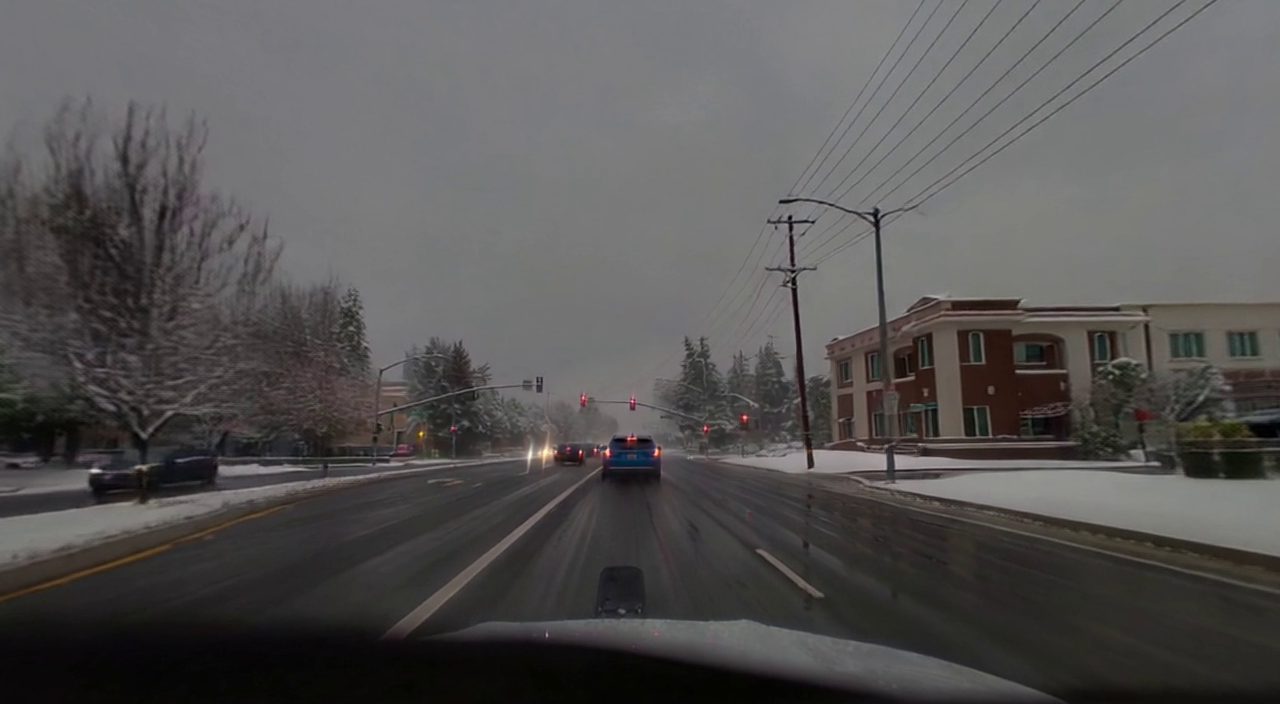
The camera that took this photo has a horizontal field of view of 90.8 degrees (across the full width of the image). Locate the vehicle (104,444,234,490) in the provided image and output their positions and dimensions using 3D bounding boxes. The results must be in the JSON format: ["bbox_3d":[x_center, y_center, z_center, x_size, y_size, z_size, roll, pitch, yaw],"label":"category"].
[{"bbox_3d":[-19.281,4.683,26.162,1.945,1.700,4.465,0,-8,0],"label":"vehicle"}]

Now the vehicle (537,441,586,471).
[{"bbox_3d":[-4.054,5.458,33.338,2.075,1.474,4.367,0,-8,-1],"label":"vehicle"}]

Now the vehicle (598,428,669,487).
[{"bbox_3d":[-0.238,3.556,21.483,2.188,1.782,3.982,0,-8,-1],"label":"vehicle"}]
